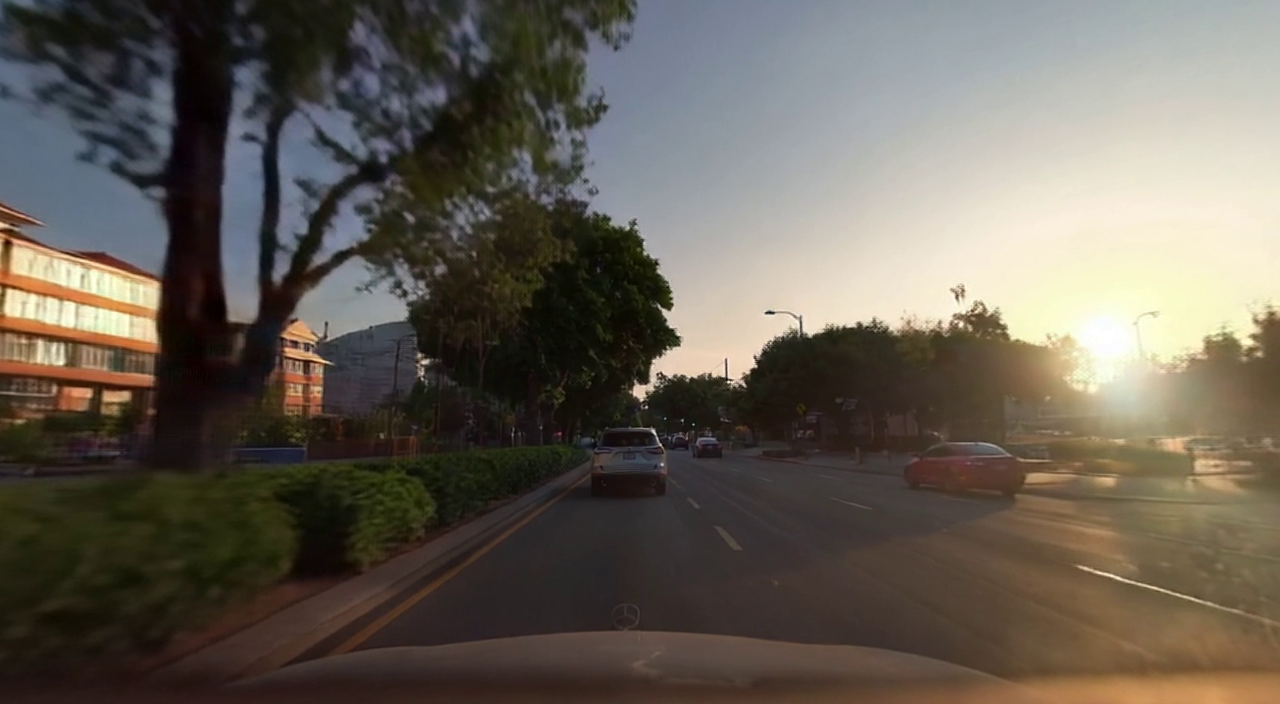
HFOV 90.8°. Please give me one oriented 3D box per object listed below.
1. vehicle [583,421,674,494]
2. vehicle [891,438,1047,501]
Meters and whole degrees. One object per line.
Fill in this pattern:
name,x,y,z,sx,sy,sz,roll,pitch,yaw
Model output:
vehicle,-0.314,2.943,17.885,2.277,1.816,4.192,0,-9,-1
vehicle,8.642,3.109,17.193,2.002,1.456,4.631,-1,-9,4
